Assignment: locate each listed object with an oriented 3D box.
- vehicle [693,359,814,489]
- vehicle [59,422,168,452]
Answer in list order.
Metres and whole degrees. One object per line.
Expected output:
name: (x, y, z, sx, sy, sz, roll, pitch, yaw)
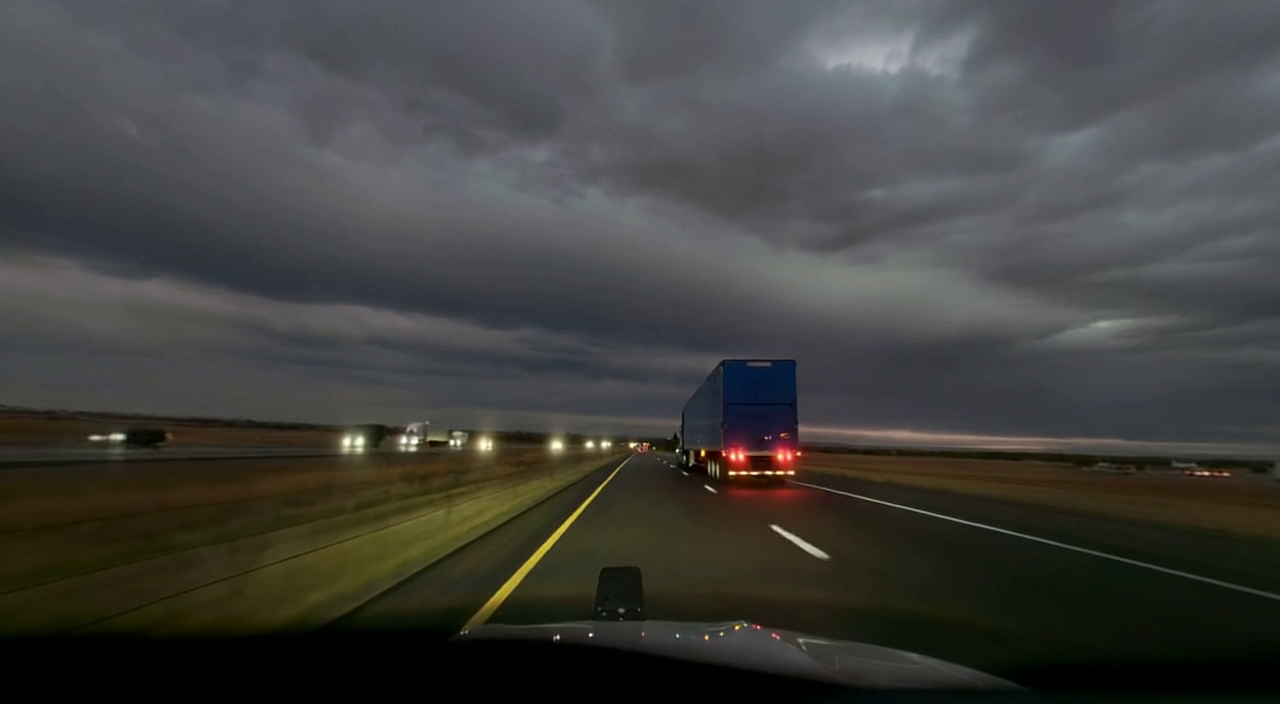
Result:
vehicle: (4.197, 3.314, 26.913, 2.818, 4.206, 12.987, 0, -9, 0)
vehicle: (-30.063, 4.936, 36.210, 1.958, 1.553, 4.931, 0, -9, 0)
